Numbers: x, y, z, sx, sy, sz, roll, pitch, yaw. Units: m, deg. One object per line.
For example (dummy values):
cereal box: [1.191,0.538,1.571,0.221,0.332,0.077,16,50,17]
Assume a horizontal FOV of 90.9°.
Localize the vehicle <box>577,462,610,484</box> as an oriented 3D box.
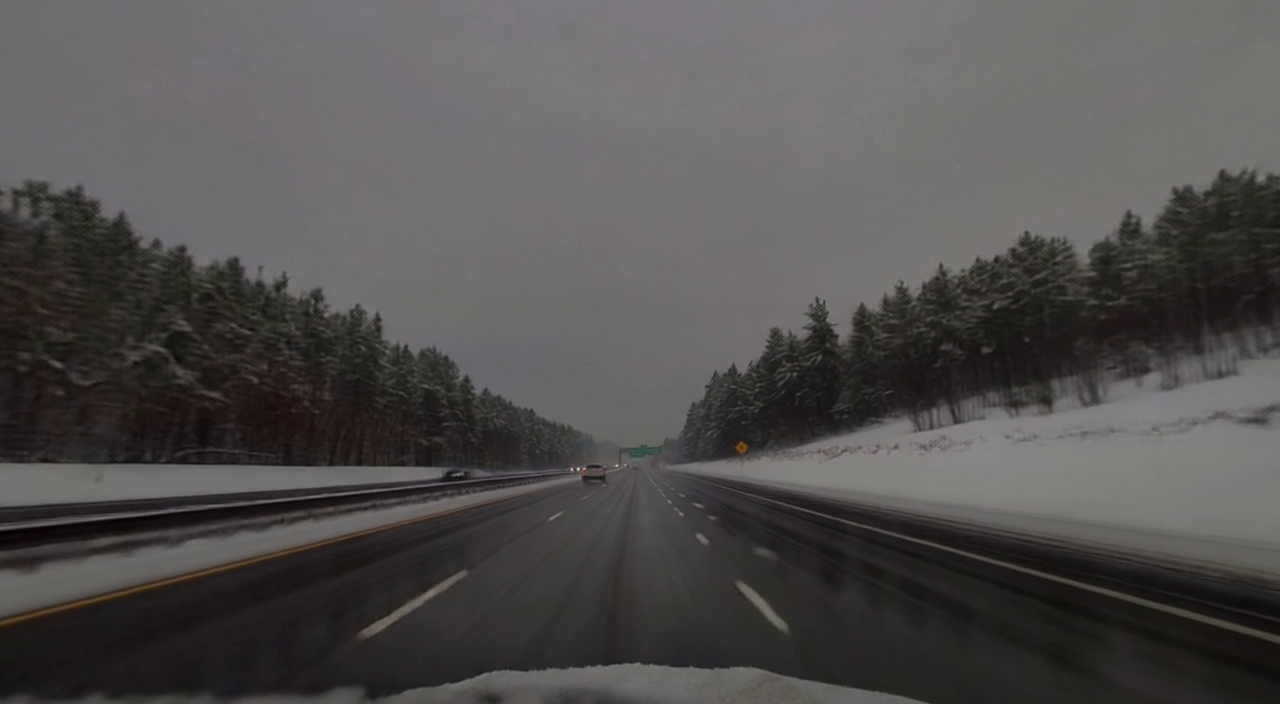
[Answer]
vehicle: [-3.556,9.424,49.223,2.180,1.618,4.219,1,-10,1]
